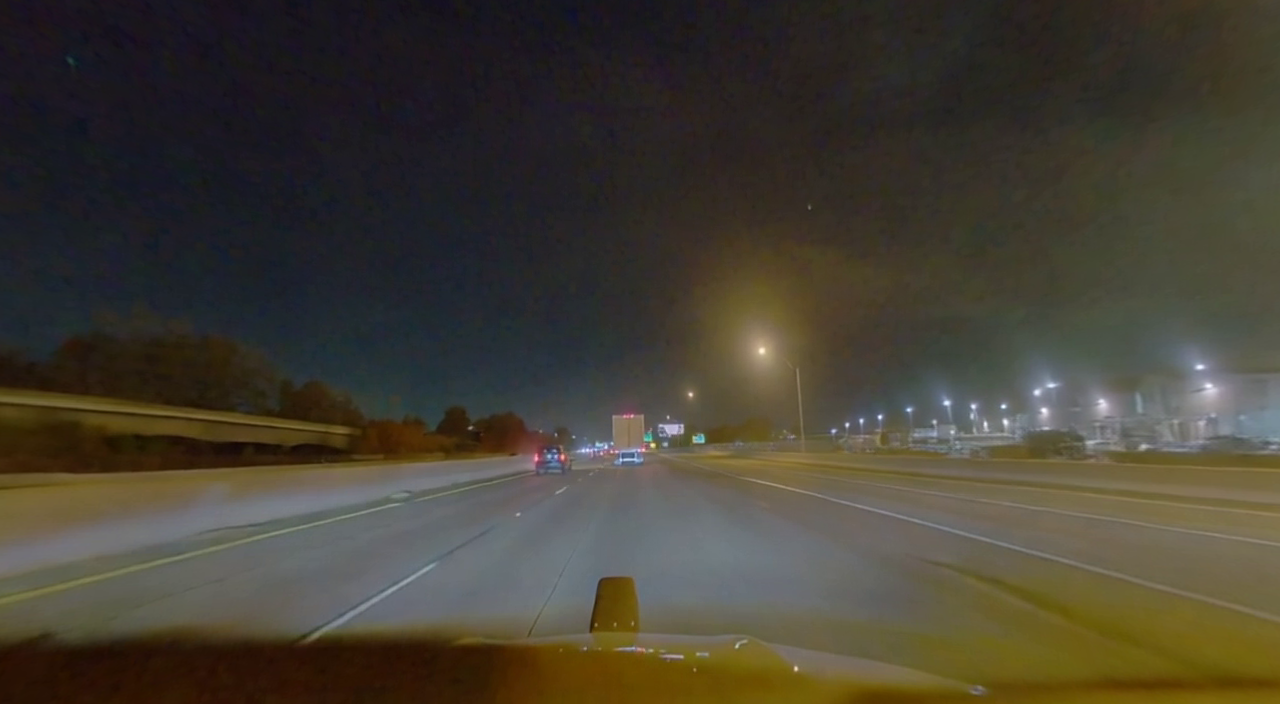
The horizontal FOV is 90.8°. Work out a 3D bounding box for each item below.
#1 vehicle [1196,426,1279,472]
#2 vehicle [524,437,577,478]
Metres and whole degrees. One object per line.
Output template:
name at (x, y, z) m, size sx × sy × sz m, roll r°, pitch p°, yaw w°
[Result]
vehicle at (43.971, 6.874, 44.684) m, size 2.321 × 3.103 × 6.216 m, roll 4°, pitch -10°, yaw -28°
vehicle at (-4.502, 5.393, 32.503) m, size 2.095 × 1.930 × 4.680 m, roll 0°, pitch -9°, yaw 0°
